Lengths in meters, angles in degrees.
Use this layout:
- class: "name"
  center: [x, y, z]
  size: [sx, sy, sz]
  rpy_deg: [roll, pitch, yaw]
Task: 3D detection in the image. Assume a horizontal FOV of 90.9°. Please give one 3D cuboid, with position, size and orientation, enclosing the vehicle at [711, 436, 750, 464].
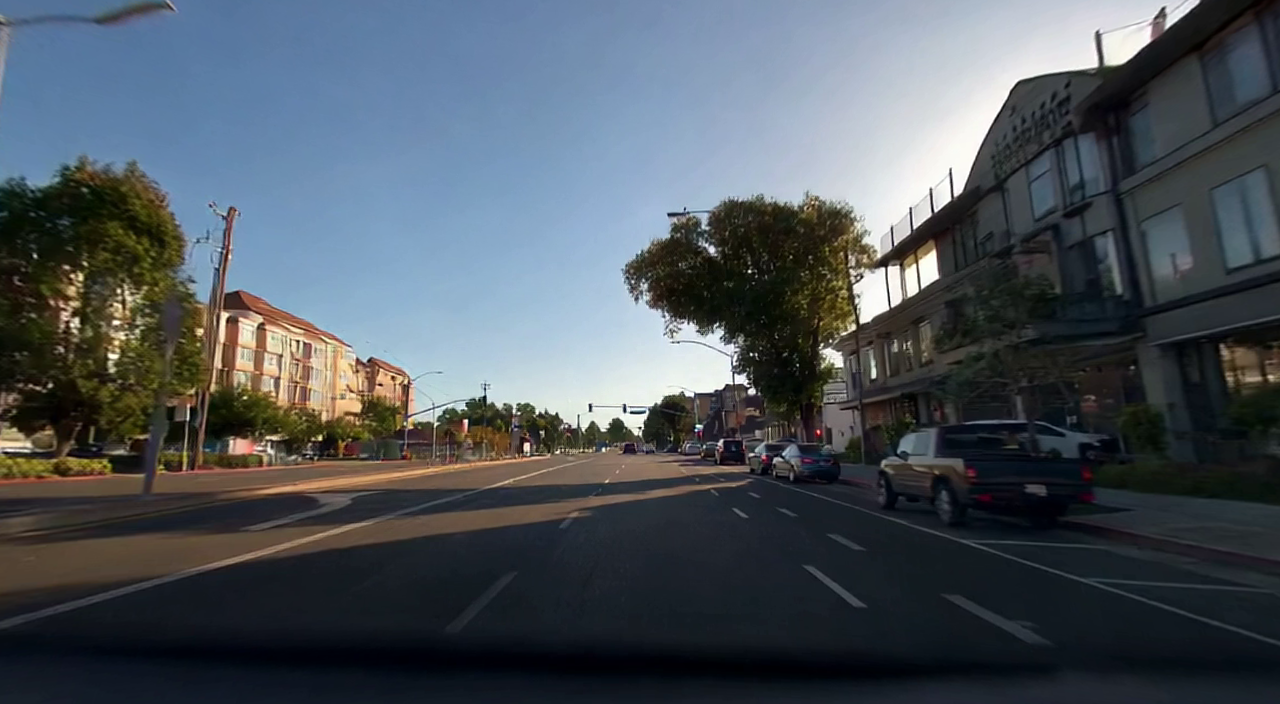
- class: "vehicle"
  center: [6.246, 6.806, 43.876]
  size: [1.931, 1.814, 4.870]
  rpy_deg: [0, -9, 0]

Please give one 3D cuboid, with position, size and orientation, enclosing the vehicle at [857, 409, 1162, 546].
- class: "vehicle"
  center: [5.982, 2.130, 11.372]
  size: [2.218, 1.842, 5.475]
  rpy_deg: [0, -9, 1]

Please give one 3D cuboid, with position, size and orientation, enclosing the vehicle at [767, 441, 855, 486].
- class: "vehicle"
  center: [6.121, 4.041, 23.202]
  size: [1.855, 1.463, 4.729]
  rpy_deg: [0, -9, -1]
